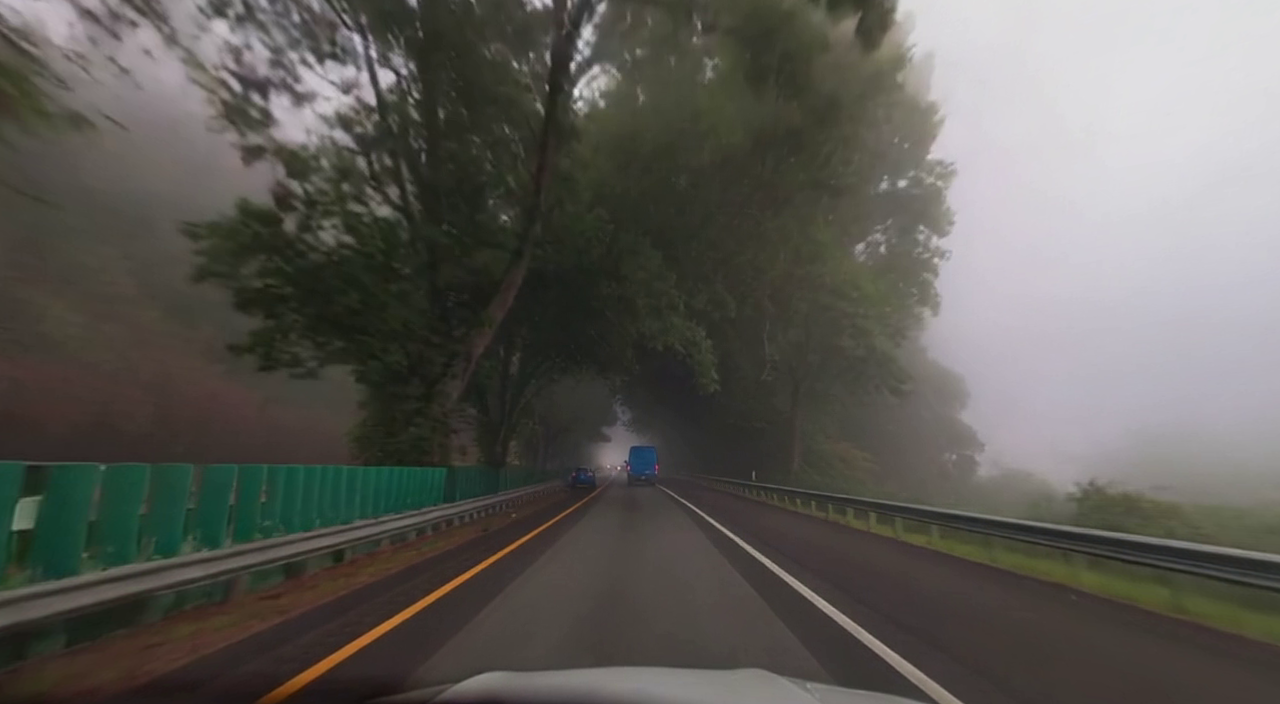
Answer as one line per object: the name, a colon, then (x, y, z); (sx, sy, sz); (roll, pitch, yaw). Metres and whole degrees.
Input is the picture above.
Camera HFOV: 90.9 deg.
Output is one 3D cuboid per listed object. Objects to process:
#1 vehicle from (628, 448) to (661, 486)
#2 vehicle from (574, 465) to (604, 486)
vehicle: (0.314, 8.948, 48.883); (2.382, 2.752, 5.333); (1, -11, -1)
vehicle: (-3.914, 9.572, 48.878); (2.038, 1.490, 4.391); (1, -11, -1)
